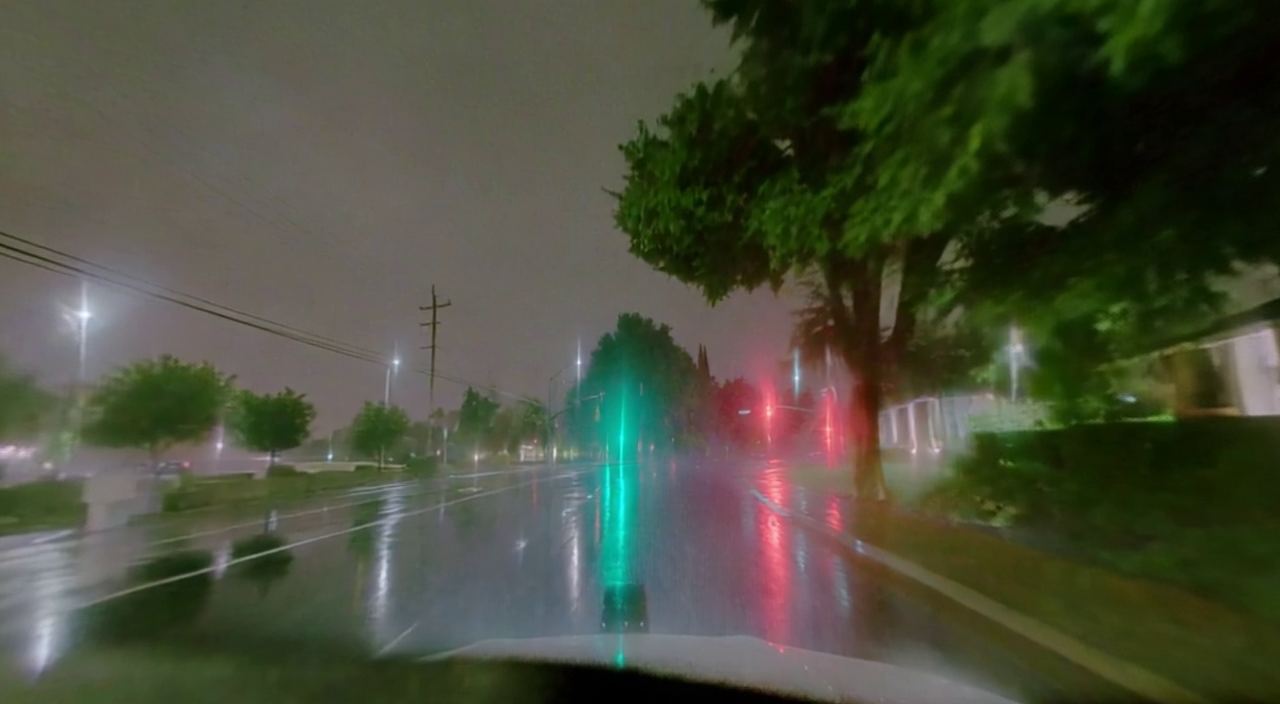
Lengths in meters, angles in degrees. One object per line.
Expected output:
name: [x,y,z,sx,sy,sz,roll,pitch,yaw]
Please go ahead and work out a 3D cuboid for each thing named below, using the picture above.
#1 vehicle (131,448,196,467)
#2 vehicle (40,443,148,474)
vehicle: [-36.650,8.109,48.483,3.737,1.444,1.680,-1,-9,6]
vehicle: [-33.413,6.517,38.781,1.913,1.779,4.959,-1,-9,5]
